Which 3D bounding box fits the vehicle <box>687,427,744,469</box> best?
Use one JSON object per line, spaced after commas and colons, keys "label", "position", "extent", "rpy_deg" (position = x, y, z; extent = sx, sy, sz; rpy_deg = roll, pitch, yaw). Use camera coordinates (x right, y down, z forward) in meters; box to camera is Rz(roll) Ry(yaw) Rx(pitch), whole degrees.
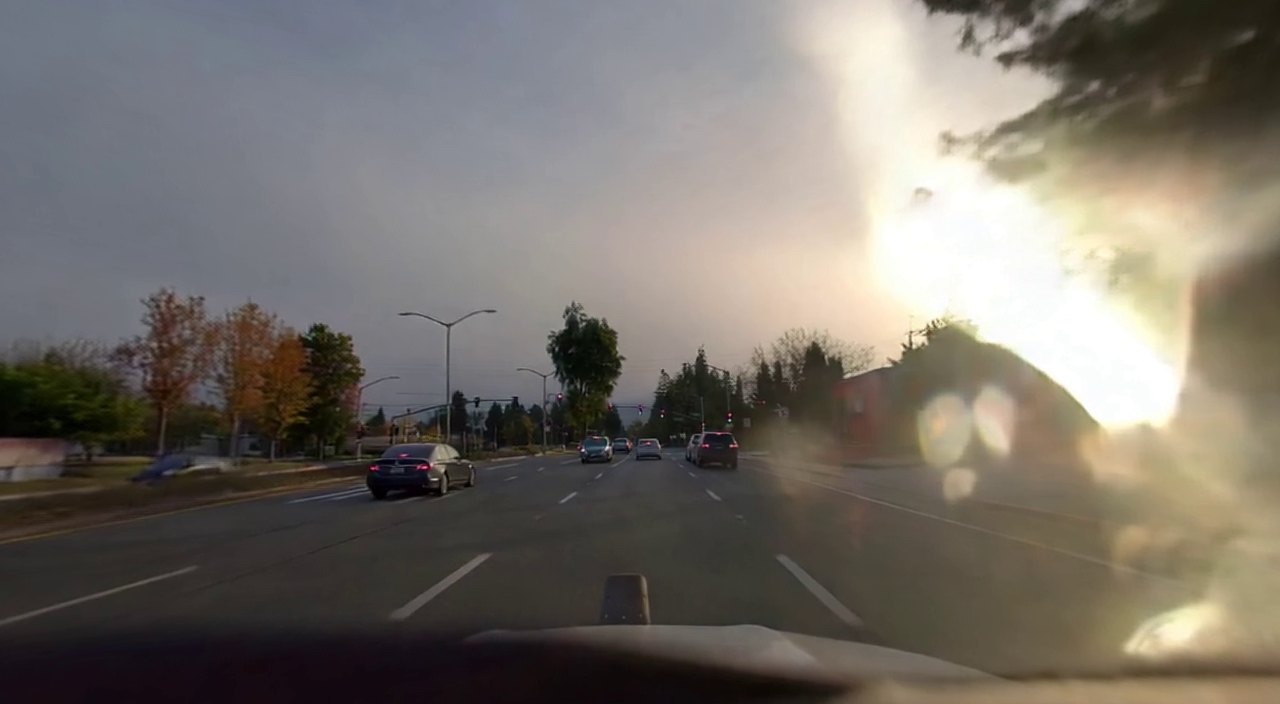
{"label": "vehicle", "position": [3.509, 4.606, 30.155], "extent": [2.141, 1.833, 4.704], "rpy_deg": [0, -8, -1]}

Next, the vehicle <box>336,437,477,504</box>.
{"label": "vehicle", "position": [-5.743, 2.947, 16.161], "extent": [1.926, 1.465, 4.620], "rpy_deg": [0, -8, -1]}

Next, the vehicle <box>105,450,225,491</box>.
{"label": "vehicle", "position": [-19.282, 4.782, 25.741], "extent": [1.717, 1.486, 4.238], "rpy_deg": [0, -8, -3]}

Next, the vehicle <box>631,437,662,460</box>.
{"label": "vehicle", "position": [0.431, 6.484, 42.393], "extent": [2.021, 1.461, 3.862], "rpy_deg": [0, -8, 0]}

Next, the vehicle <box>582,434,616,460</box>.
{"label": "vehicle", "position": [-2.741, 6.479, 42.980], "extent": [1.912, 1.703, 4.261], "rpy_deg": [0, -8, 2]}
